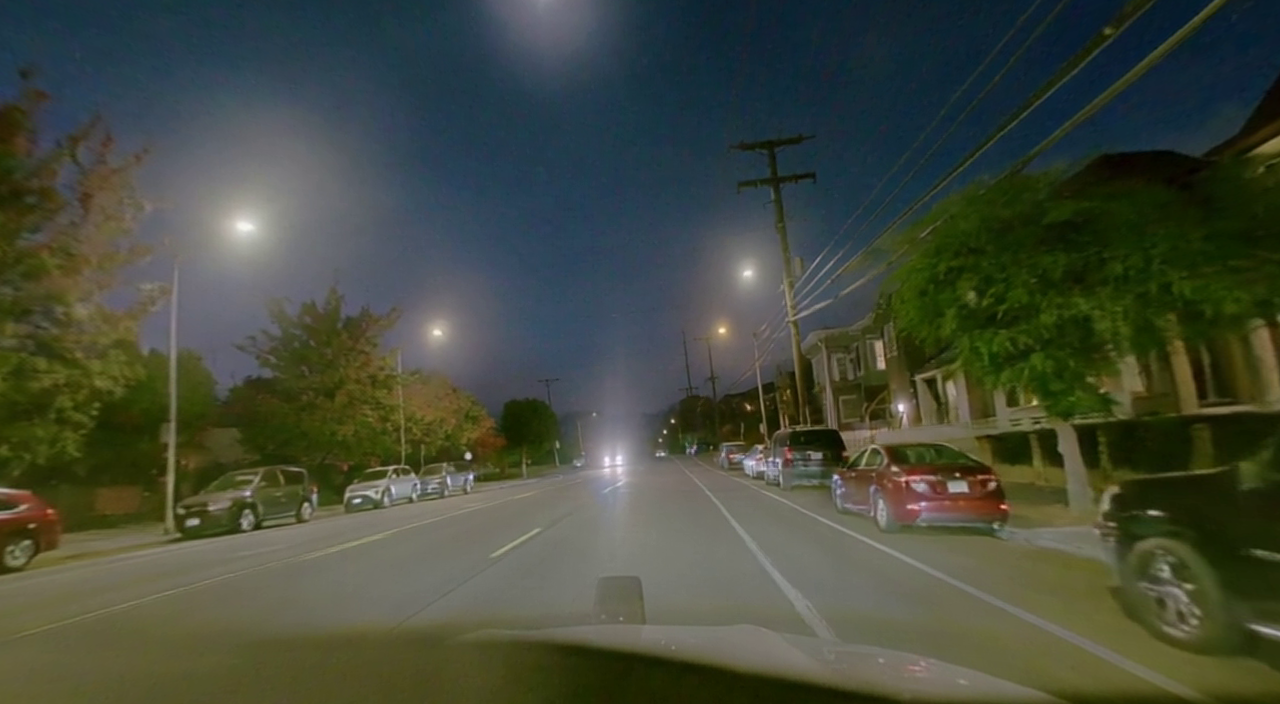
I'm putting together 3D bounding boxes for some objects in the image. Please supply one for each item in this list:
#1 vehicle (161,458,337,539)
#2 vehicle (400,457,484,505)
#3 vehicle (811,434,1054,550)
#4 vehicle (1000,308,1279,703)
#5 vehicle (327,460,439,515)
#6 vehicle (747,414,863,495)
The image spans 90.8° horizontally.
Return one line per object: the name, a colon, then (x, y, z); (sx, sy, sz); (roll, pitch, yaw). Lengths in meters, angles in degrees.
vehicle: (-10.716, 3.995, 17.814); (1.937, 1.837, 4.414); (-1, -8, 3)
vehicle: (-9.822, 6.415, 32.017); (2.282, 2.060, 5.738); (-1, -8, 1)
vehicle: (4.516, 2.212, 10.861); (1.927, 1.483, 5.100); (-1, -8, 3)
vehicle: (3.969, 0.674, 2.371); (2.199, 1.885, 5.461); (-1, -8, 3)
vehicle: (-10.343, 5.469, 26.006); (2.089, 1.837, 5.499); (-1, -8, 3)
vehicle: (4.964, 3.198, 20.051); (2.330, 2.160, 5.550); (-1, -8, 2)
